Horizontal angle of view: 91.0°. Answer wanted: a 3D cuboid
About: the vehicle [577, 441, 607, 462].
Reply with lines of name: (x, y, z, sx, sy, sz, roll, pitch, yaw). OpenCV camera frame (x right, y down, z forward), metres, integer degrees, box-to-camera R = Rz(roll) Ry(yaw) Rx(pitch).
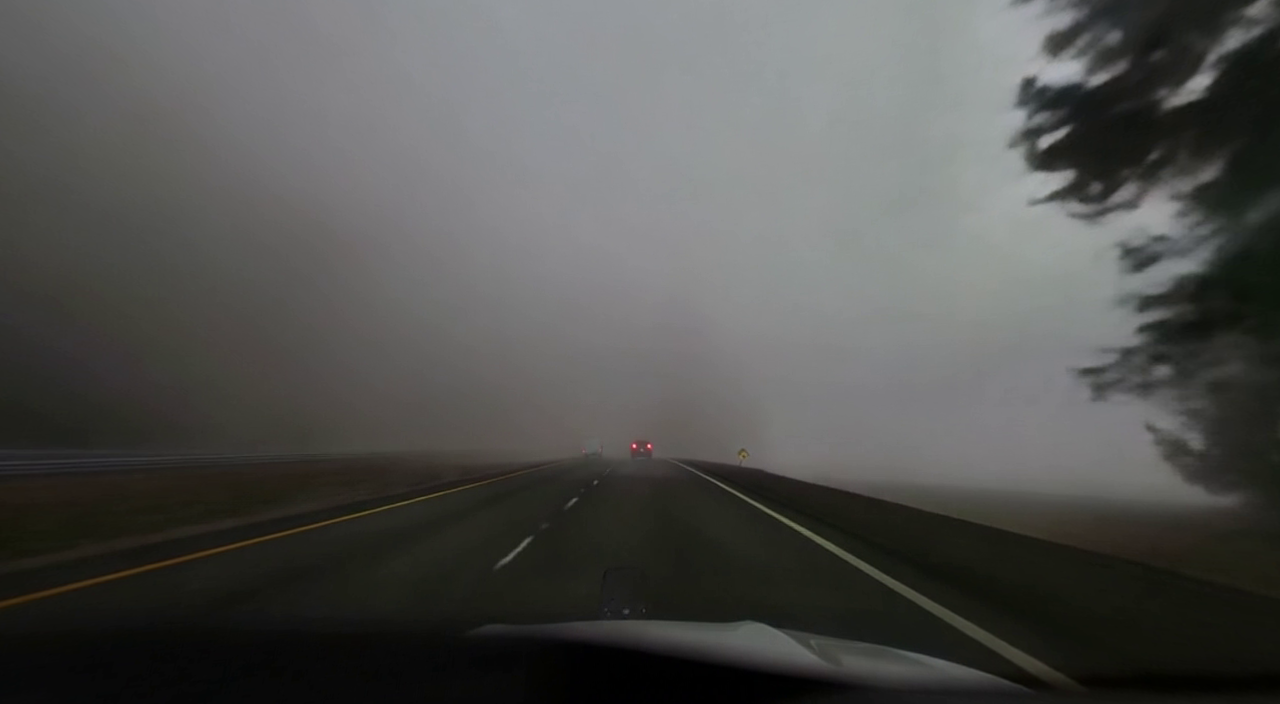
vehicle: (-3.613, 7.602, 48.101, 2.057, 1.514, 3.845, 0, -8, -1)
